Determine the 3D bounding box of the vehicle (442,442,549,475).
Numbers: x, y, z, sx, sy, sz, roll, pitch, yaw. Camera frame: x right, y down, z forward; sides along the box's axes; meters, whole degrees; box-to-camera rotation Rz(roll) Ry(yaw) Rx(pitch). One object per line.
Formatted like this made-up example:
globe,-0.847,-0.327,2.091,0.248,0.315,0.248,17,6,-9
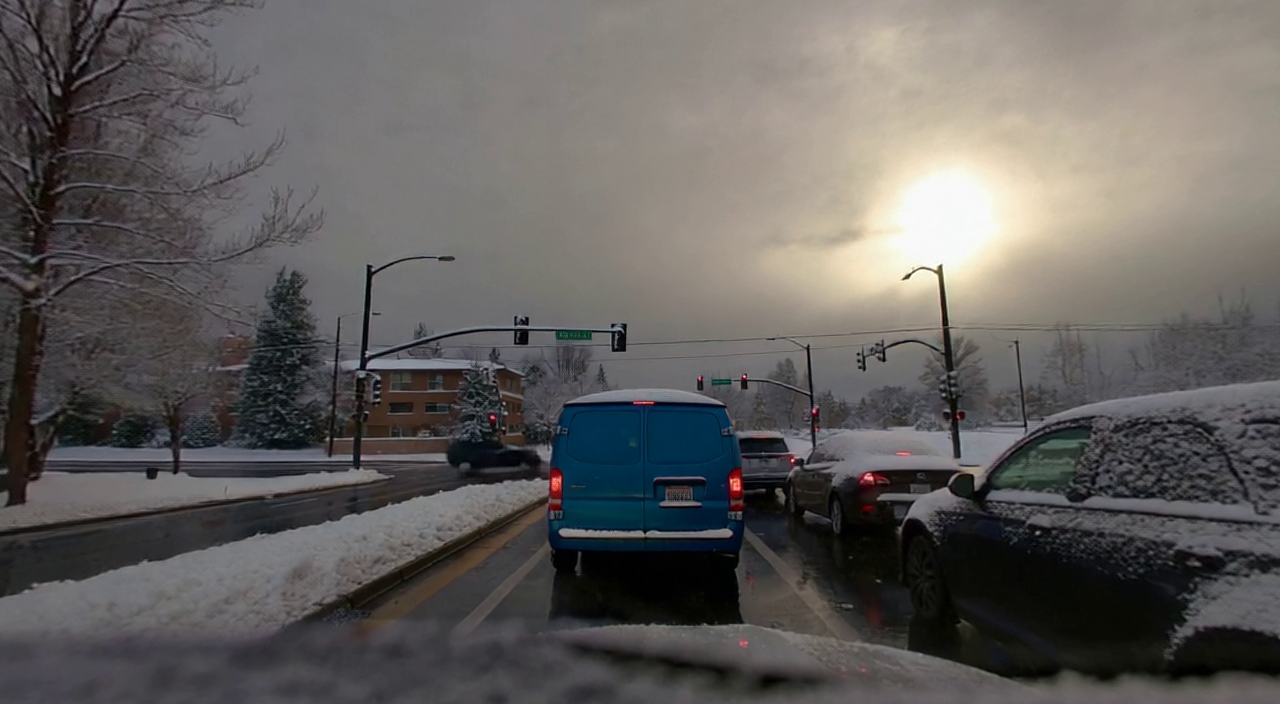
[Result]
vehicle,-6.874,5.126,30.413,4.789,1.514,1.866,0,-8,-4

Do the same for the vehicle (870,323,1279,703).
vehicle,2.913,0.945,3.167,1.971,1.663,4.287,0,-8,2

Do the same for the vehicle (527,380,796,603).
vehicle,0.188,1.464,7.433,2.185,1.822,4.391,0,-8,0
